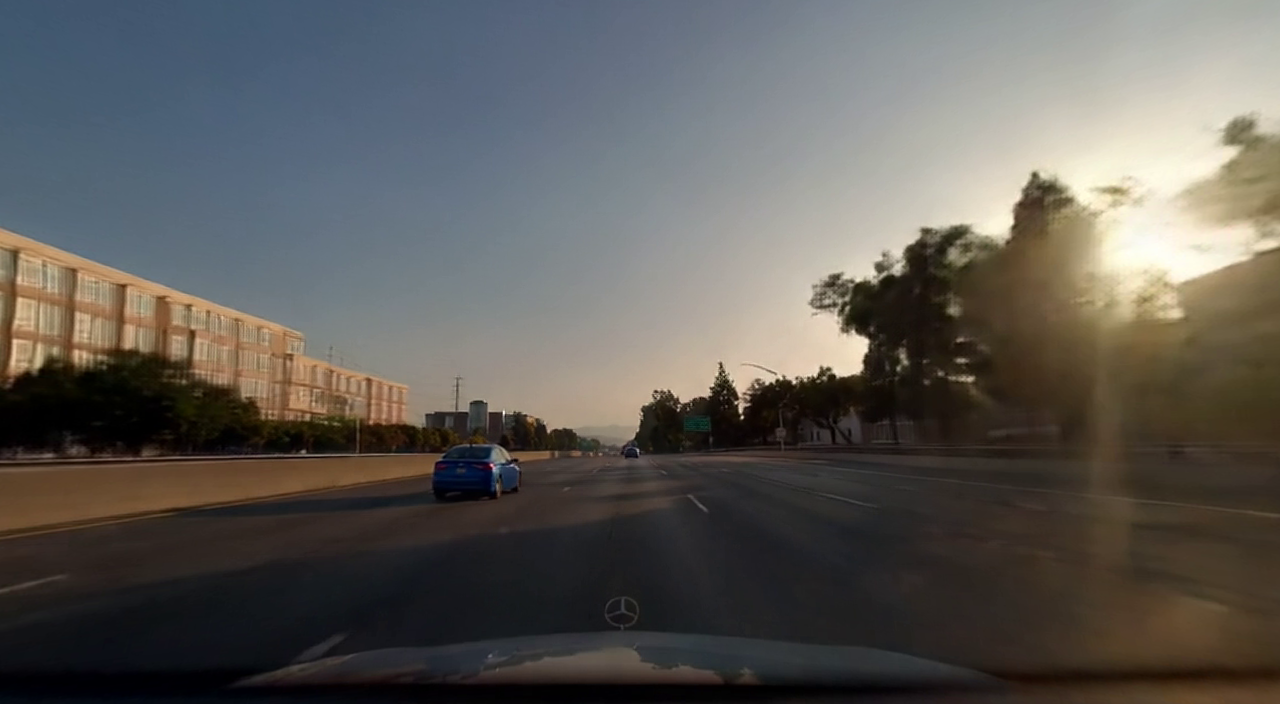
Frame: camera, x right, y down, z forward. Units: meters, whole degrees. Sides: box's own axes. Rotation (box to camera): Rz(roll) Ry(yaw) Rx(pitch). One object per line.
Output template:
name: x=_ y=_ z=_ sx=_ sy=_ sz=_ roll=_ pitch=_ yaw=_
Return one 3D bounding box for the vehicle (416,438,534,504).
vehicle: x=-4.149 y=3.049 z=16.684 sx=1.900 sy=1.492 sz=4.495 roll=0 pitch=-9 yaw=0
